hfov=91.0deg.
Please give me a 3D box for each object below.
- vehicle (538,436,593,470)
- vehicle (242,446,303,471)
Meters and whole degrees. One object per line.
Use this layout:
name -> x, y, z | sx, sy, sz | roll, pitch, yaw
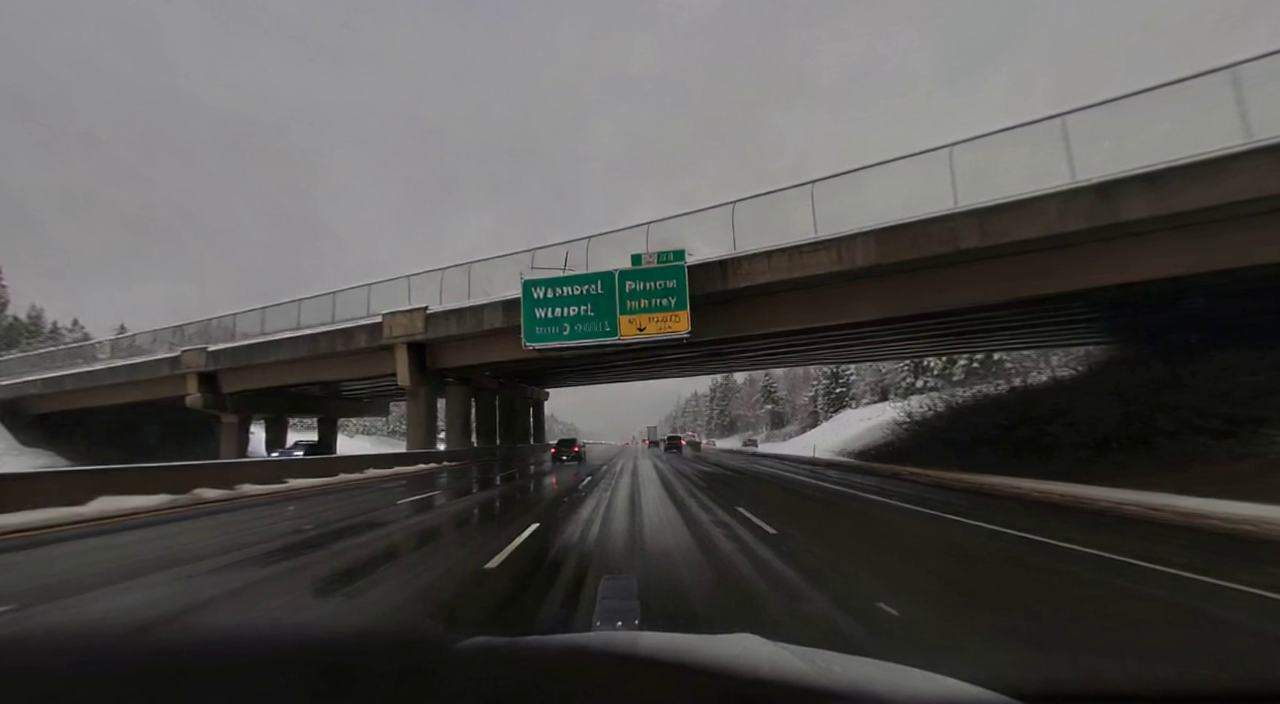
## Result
vehicle -> -3.470, 4.805, 30.118 | 2.066, 1.500, 4.415 | 0, -8, 0
vehicle -> -21.442, 6.199, 36.859 | 1.498, 1.339, 3.334 | 0, -8, 0
